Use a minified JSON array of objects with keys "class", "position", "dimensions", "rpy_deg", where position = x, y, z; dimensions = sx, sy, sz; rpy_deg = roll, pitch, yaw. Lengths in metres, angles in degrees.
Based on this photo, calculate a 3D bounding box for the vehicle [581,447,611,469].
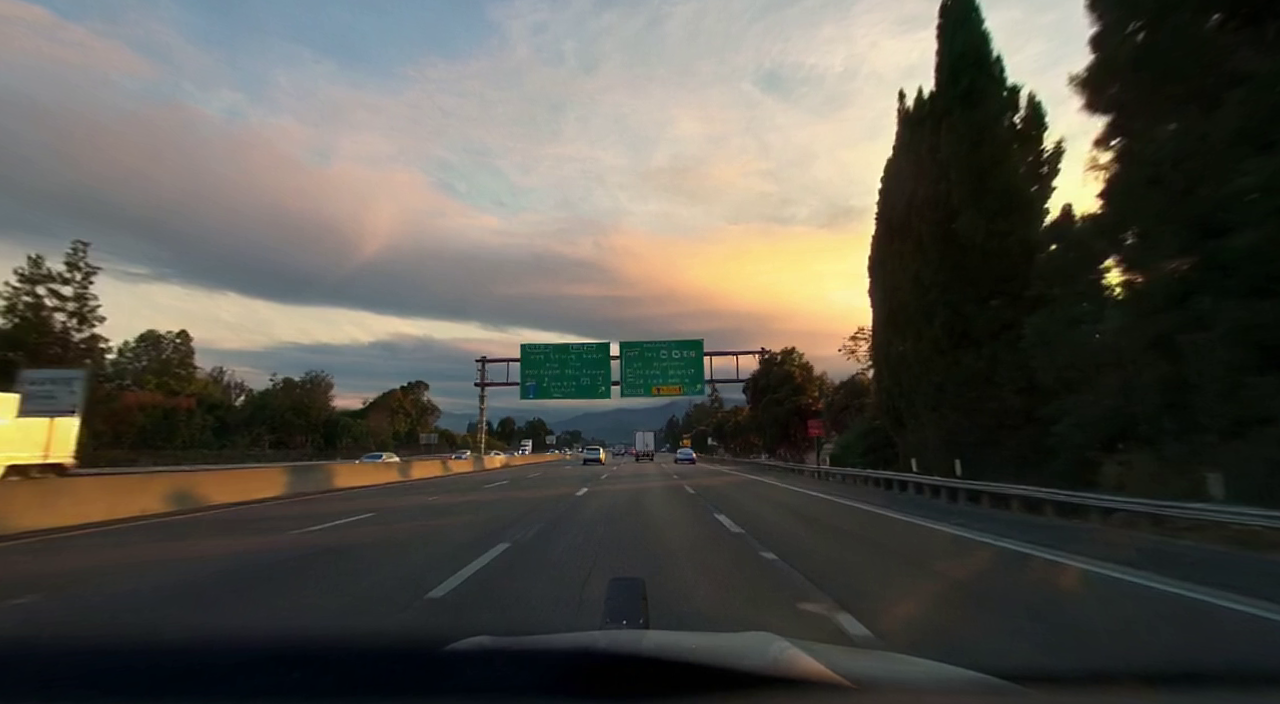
[{"class":"vehicle","position":[-3.217,7.870,46.737],"dimensions":[1.996,1.521,3.912],"rpy_deg":[0,-8,0]}]

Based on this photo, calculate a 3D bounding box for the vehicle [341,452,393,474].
[{"class":"vehicle","position":[-19.879,8.088,46.058],"dimensions":[1.854,1.430,4.222],"rpy_deg":[0,-8,1]}]

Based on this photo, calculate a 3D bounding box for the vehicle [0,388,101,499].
[{"class":"vehicle","position":[-24.137,2.729,18.864],"dimensions":[2.870,3.910,14.757],"rpy_deg":[0,-8,0]}]
